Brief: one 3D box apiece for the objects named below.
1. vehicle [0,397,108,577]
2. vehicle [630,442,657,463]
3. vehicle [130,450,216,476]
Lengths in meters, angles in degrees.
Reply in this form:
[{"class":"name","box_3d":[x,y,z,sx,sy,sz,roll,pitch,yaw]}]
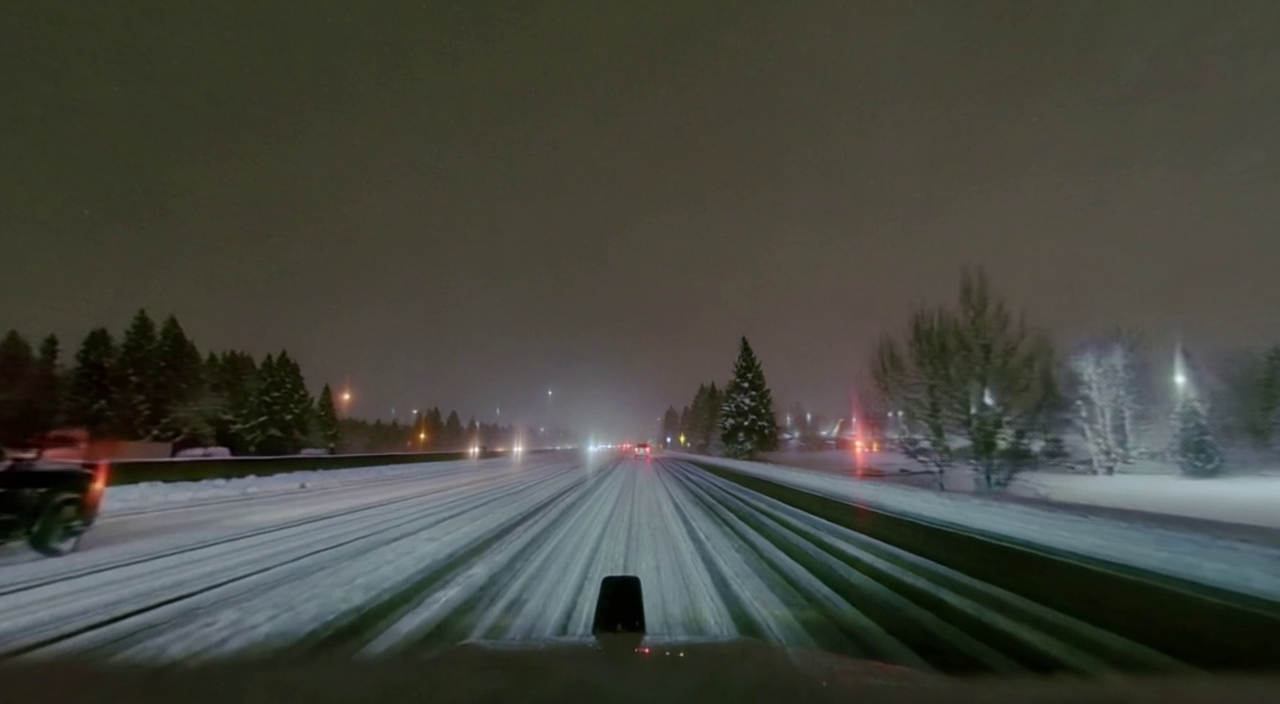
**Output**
[{"class":"vehicle","box_3d":[-7.527,1.198,5.208,2.032,1.808,4.776,0,-8,1]},{"class":"vehicle","box_3d":[0.247,7.651,48.369,2.021,1.528,4.154,0,-8,-1]},{"class":"vehicle","box_3d":[-28.671,6.811,38.959,1.811,1.490,4.570,0,-8,0]}]
